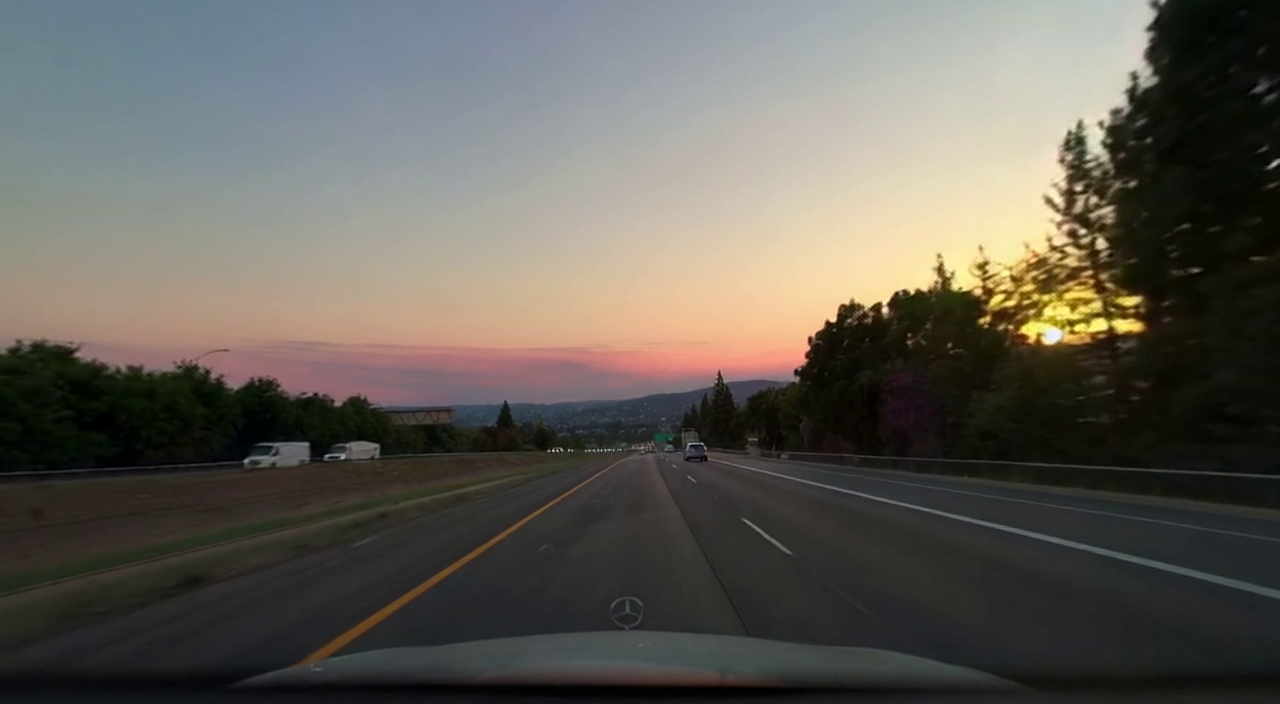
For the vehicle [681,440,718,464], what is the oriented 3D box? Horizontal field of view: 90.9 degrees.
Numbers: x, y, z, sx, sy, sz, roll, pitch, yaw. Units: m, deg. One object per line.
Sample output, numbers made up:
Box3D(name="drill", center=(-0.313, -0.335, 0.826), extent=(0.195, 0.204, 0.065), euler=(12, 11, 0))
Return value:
Box3D(name="vehicle", center=(3.938, 6.698, 42.343), extent=(2.062, 1.518, 4.026), euler=(0, -8, -1))
